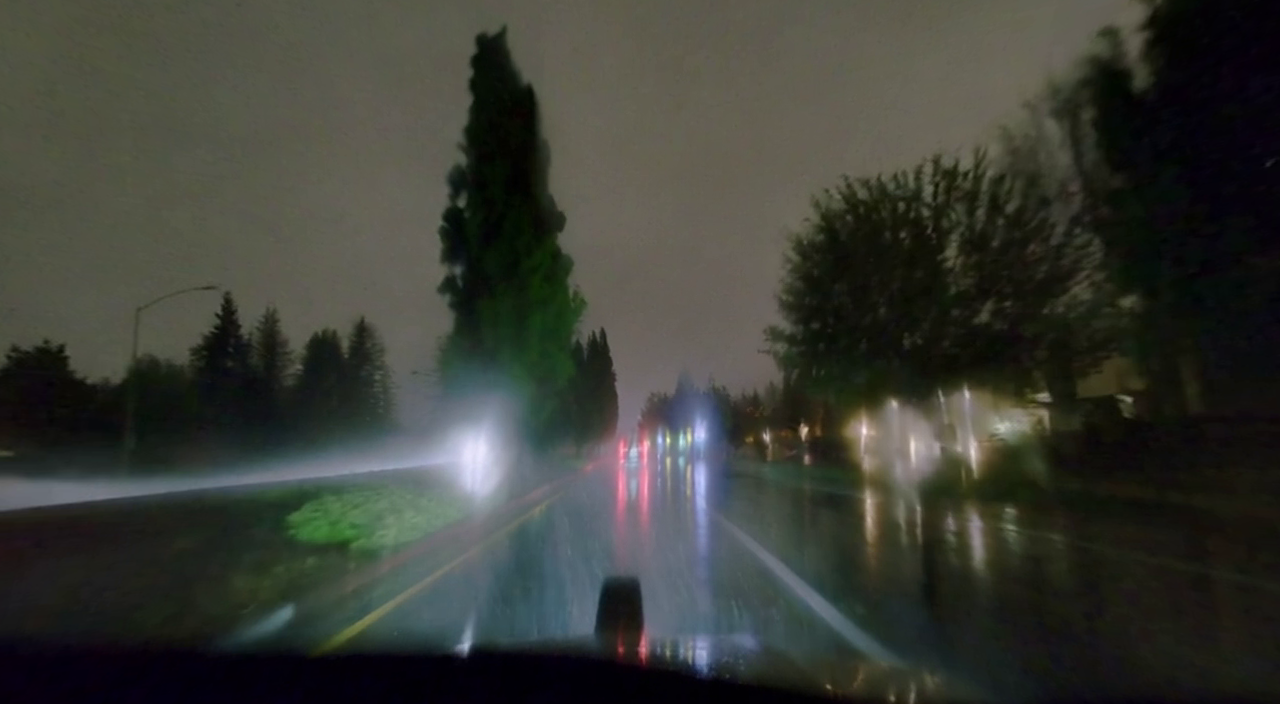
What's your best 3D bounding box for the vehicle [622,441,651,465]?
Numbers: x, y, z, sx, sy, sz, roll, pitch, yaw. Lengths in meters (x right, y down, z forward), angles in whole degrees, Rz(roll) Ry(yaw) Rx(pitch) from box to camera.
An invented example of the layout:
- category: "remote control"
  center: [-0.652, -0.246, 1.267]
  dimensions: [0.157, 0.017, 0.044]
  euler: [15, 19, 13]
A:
- category: "vehicle"
  center: [-0.268, 7.380, 46.372]
  dimensions: [2.016, 1.665, 3.932]
  euler: [0, -9, -1]
